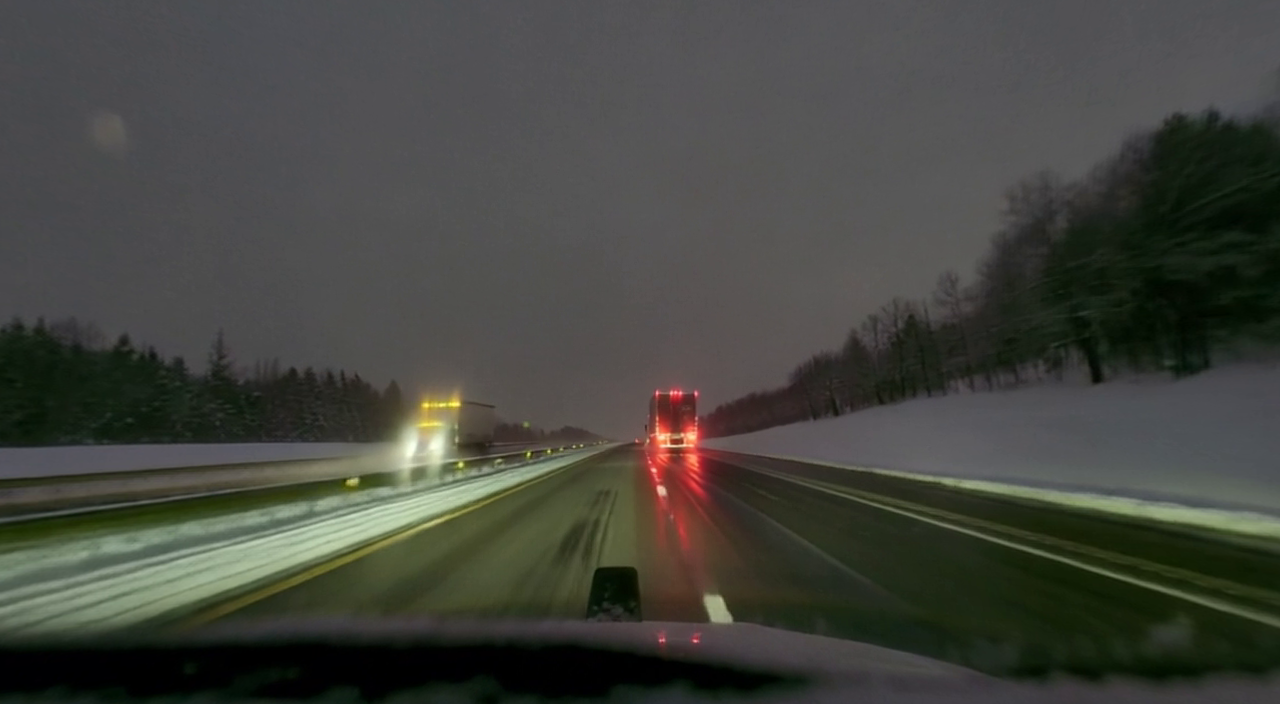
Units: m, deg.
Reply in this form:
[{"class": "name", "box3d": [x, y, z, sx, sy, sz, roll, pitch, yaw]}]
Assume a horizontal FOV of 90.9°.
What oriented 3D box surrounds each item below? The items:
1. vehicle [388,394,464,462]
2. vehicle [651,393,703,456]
[{"class": "vehicle", "box3d": [-14.655, 5.306, 43.734, 2.993, 4.321, 6.272, 0, -8, 0]}, {"class": "vehicle", "box3d": [2.504, 5.577, 47.561, 2.924, 4.024, 13.639, 0, -8, -1]}]
